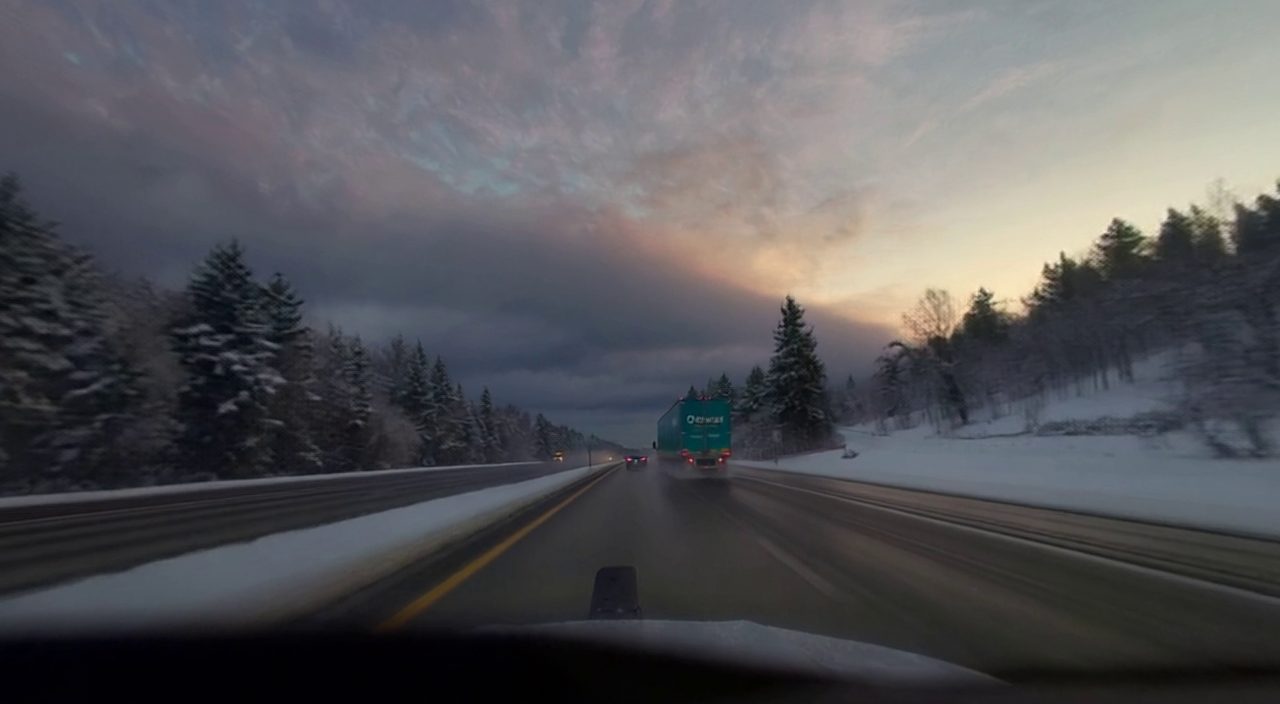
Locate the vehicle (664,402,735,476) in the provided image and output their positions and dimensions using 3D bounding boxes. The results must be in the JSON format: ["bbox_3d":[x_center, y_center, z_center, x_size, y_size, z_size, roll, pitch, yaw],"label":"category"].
[{"bbox_3d":[3.515,5.713,40.716,3.440,4.090,11.380,-1,-9,0],"label":"vehicle"}]

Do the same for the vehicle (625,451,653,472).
[{"bbox_3d":[-0.036,8.503,48.814,2.057,1.528,3.958,-1,-9,1],"label":"vehicle"}]
